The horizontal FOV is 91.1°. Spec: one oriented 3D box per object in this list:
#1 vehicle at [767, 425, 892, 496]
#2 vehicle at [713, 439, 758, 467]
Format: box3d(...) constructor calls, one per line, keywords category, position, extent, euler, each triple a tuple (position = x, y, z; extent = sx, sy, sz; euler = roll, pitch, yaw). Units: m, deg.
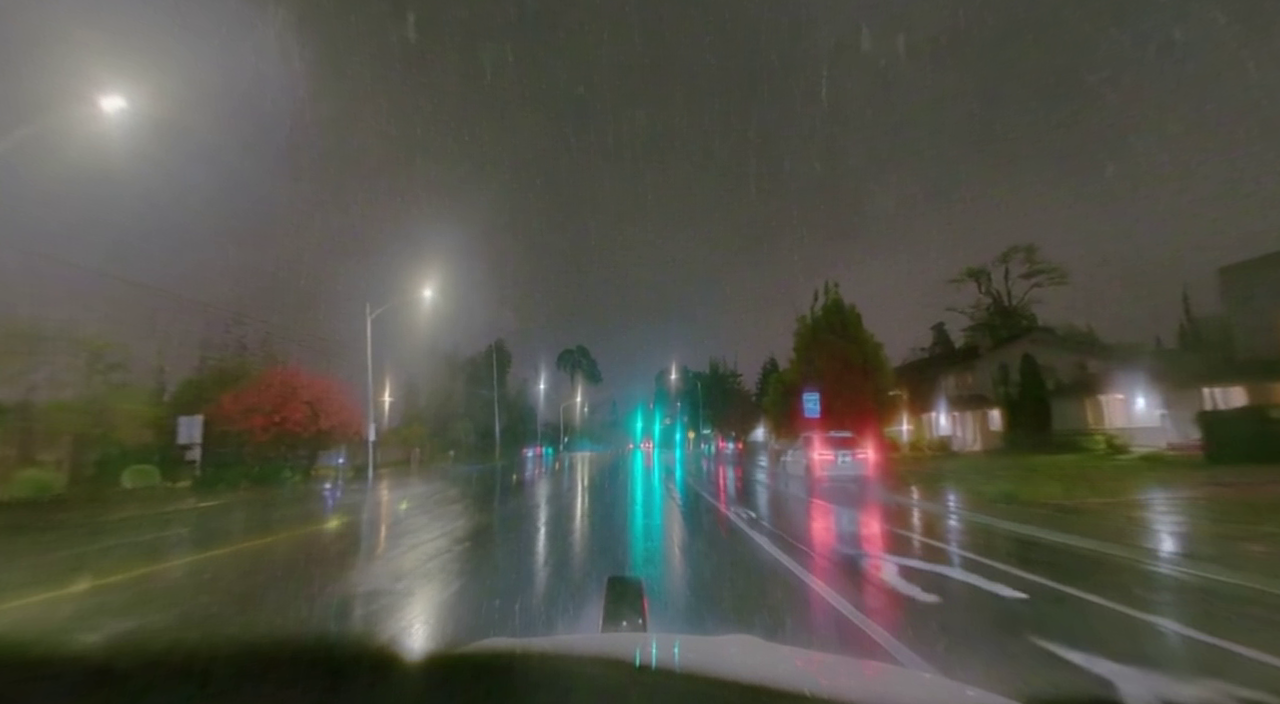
box3d(category="vehicle", position=(5.191, 3.043, 18.017), extent=(2.140, 1.739, 4.721), euler=(0, -8, 0))
box3d(category="vehicle", position=(5.465, 5.809, 36.360), extent=(1.851, 1.487, 4.566), euler=(0, -8, -1))
